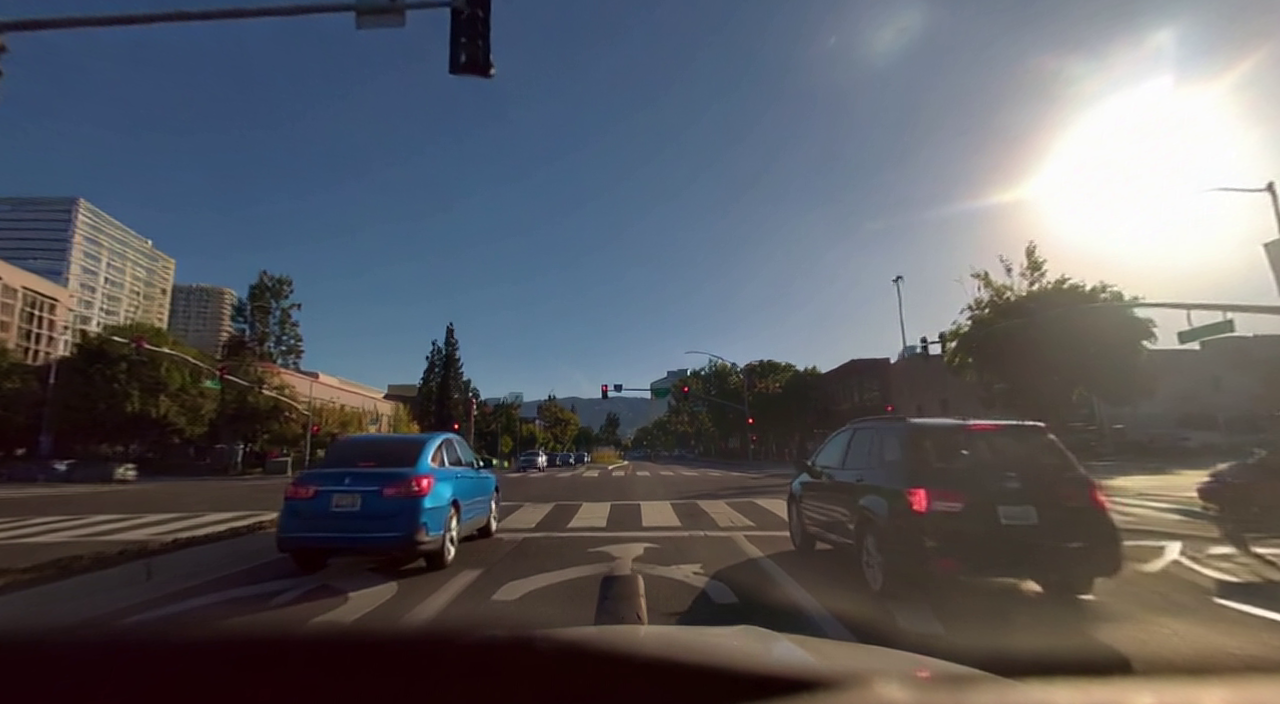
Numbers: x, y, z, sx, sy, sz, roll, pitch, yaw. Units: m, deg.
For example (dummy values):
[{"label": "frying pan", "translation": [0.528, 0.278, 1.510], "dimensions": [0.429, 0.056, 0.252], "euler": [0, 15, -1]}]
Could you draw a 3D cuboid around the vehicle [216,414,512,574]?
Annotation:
[{"label": "vehicle", "translation": [-3.043, 1.630, 8.010], "dimensions": [1.969, 1.513, 3.773], "euler": [0, -8, 1]}]

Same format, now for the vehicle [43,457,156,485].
[{"label": "vehicle", "translation": [-31.825, 7.002, 37.270], "dimensions": [4.825, 1.483, 1.817], "euler": [1, -8, -3]}]

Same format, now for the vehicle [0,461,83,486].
[{"label": "vehicle", "translation": [-38.733, 7.774, 40.373], "dimensions": [4.461, 1.469, 1.788], "euler": [0, -8, -1]}]

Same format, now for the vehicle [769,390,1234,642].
[{"label": "vehicle", "translation": [2.876, 1.405, 6.526], "dimensions": [2.099, 1.671, 4.491], "euler": [0, -8, -1]}]
